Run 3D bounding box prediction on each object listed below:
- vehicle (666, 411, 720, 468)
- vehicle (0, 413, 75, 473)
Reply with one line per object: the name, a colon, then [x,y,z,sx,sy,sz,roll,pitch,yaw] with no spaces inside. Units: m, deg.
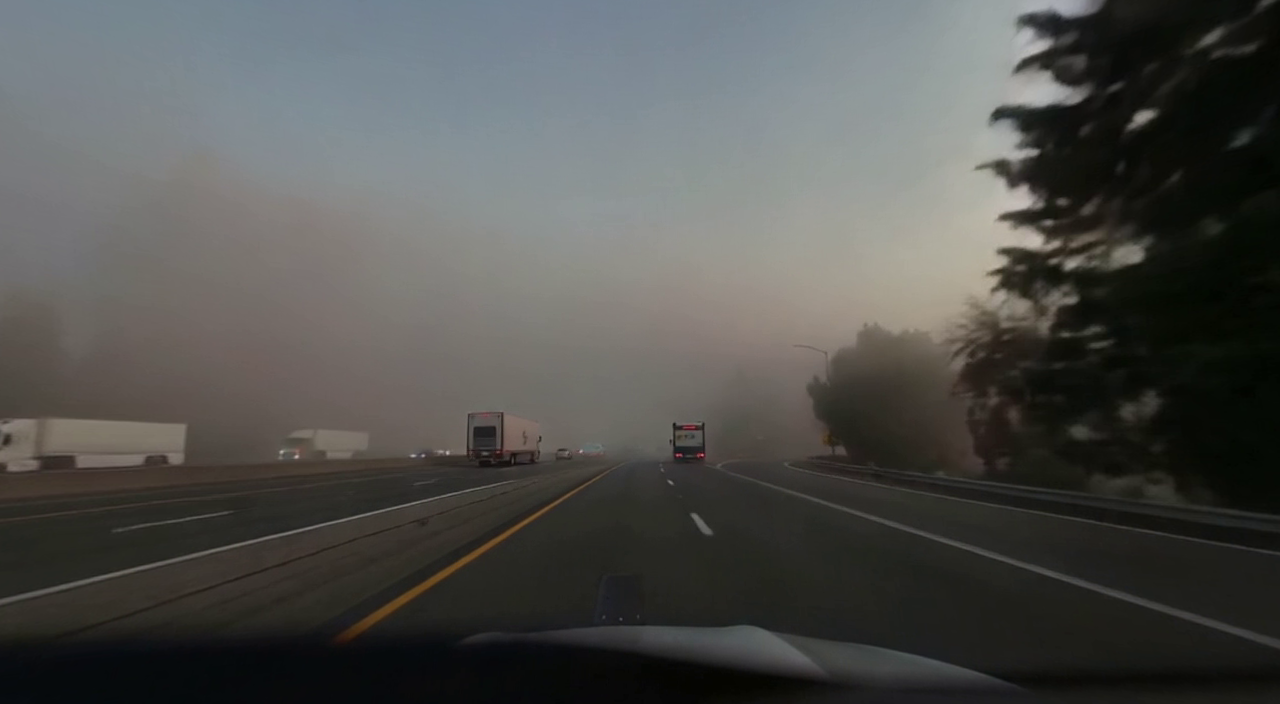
vehicle: [3.677,6.634,47.259,2.928,3.595,13.975,0,-9,0]
vehicle: [-43.404,6.298,43.481,2.885,3.858,6.032,-1,-9,3]
